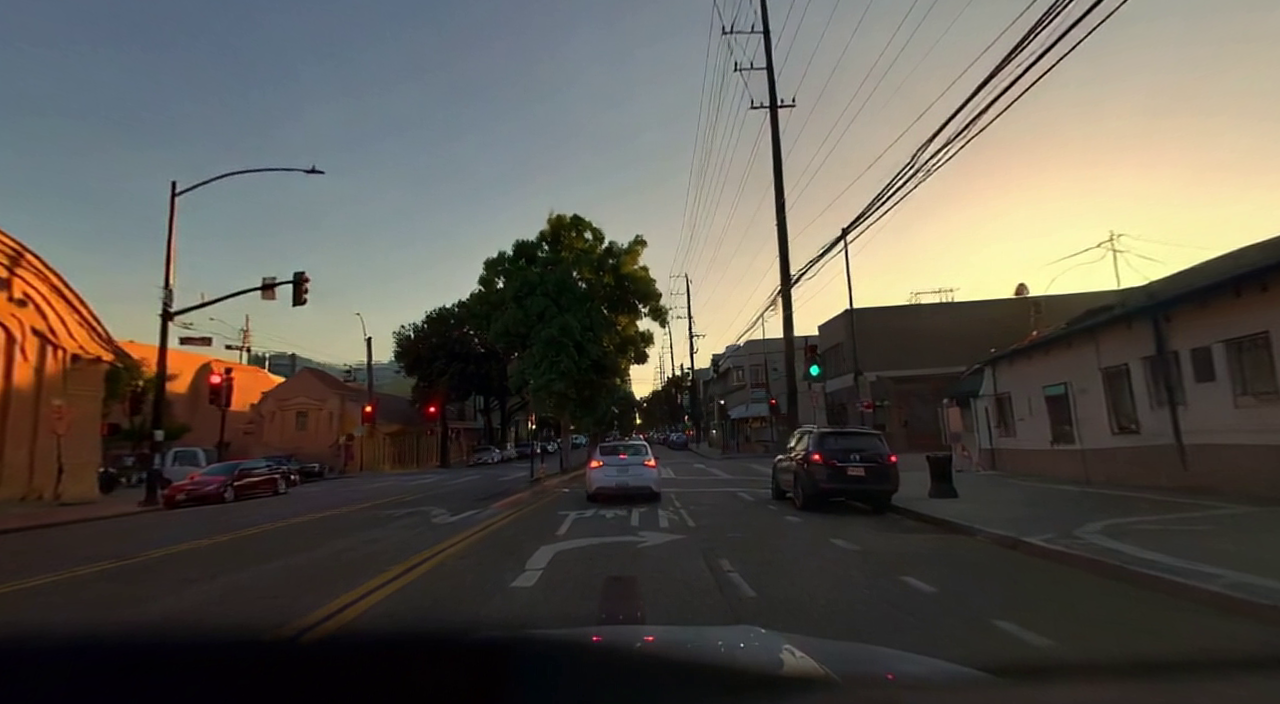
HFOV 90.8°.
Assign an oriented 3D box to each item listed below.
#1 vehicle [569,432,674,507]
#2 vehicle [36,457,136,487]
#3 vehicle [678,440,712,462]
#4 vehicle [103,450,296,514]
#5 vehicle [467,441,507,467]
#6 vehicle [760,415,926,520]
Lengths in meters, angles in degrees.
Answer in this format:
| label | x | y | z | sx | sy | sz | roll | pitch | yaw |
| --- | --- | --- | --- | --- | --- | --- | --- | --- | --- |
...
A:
| label | x | y | z | sx | sy | sz | roll | pitch | yaw |
| --- | --- | --- | --- | --- | --- | --- | --- | --- | --- |
| vehicle | -0.384 | 2.623 | 14.533 | 2.049 | 1.453 | 4.299 | 0 | -9 | -1 |
| vehicle | -31.770 | 6.876 | 36.324 | 3.932 | 1.671 | 1.853 | 0 | -9 | 0 |
| vehicle | 3.891 | 7.072 | 45.406 | 1.933 | 1.479 | 4.430 | 0 | -9 | -1 |
| vehicle | -11.985 | 3.529 | 17.695 | 1.980 | 1.502 | 4.655 | 0 | -9 | 1 |
| vehicle | -11.961 | 7.966 | 49.694 | 2.104 | 1.830 | 4.554 | -3 | -8 | -2 |
| vehicle | 3.887 | 2.290 | 12.998 | 2.015 | 1.780 | 4.261 | 0 | -9 | 1 |
